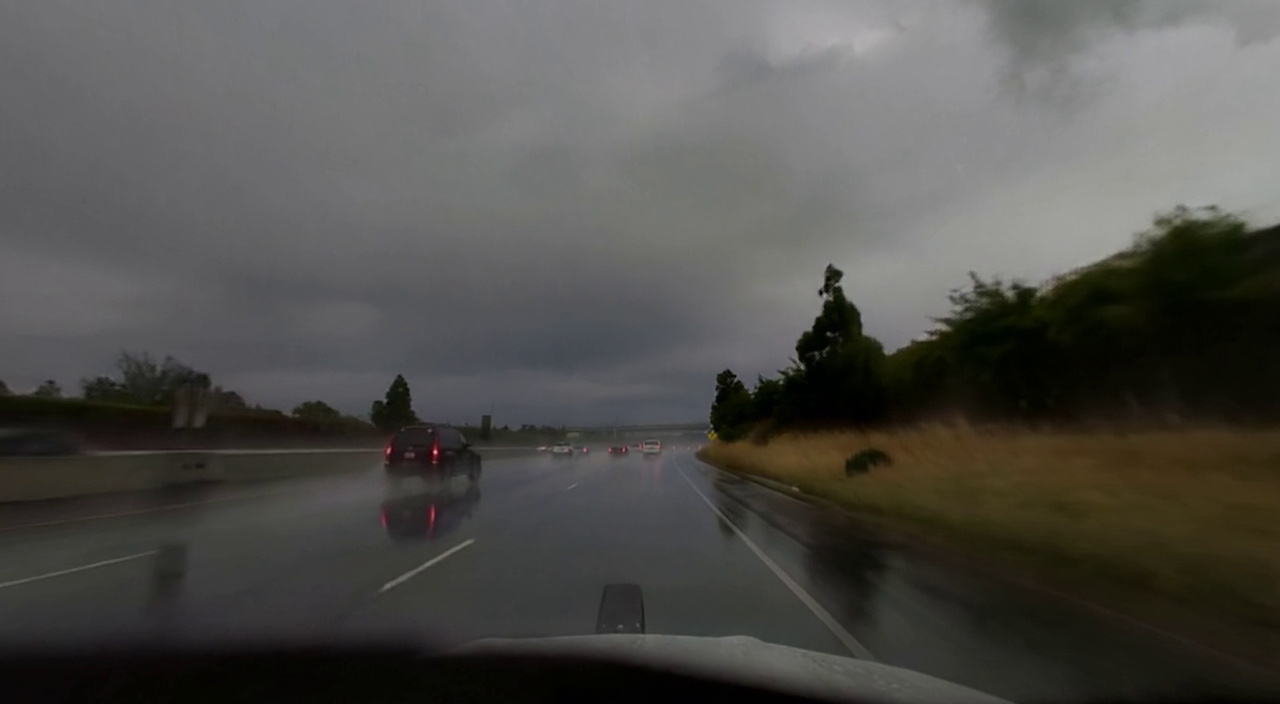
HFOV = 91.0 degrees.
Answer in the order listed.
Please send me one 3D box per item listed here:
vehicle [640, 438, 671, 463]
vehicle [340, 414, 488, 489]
[{"bbox_3d":[1.143,7.334,47.021,2.141,1.706,4.065,0,-8,1],"label":"vehicle"},{"bbox_3d":[-6.792,3.103,19.856,2.438,1.967,5.596,0,-8,1],"label":"vehicle"}]
